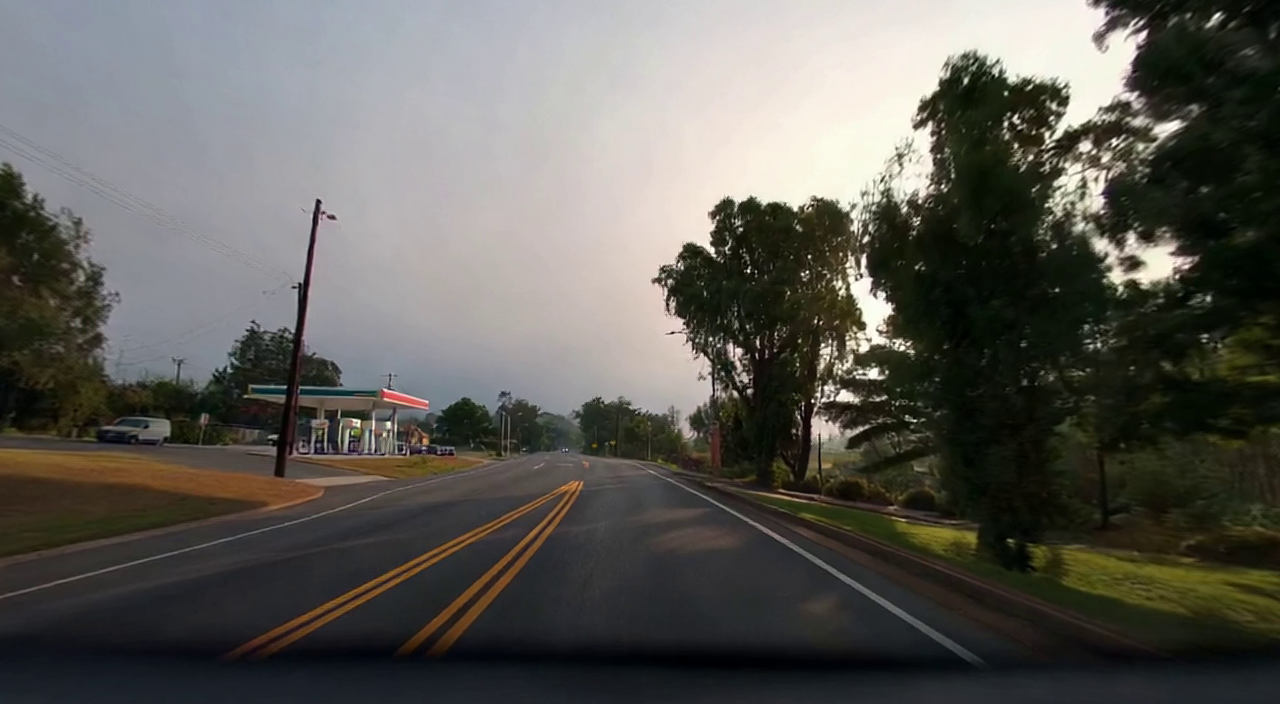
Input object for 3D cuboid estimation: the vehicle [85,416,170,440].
[{"bbox_3d":[-34.830,5.183,42.907,4.399,1.566,1.882,-2,-9,9],"label":"vehicle"}]
